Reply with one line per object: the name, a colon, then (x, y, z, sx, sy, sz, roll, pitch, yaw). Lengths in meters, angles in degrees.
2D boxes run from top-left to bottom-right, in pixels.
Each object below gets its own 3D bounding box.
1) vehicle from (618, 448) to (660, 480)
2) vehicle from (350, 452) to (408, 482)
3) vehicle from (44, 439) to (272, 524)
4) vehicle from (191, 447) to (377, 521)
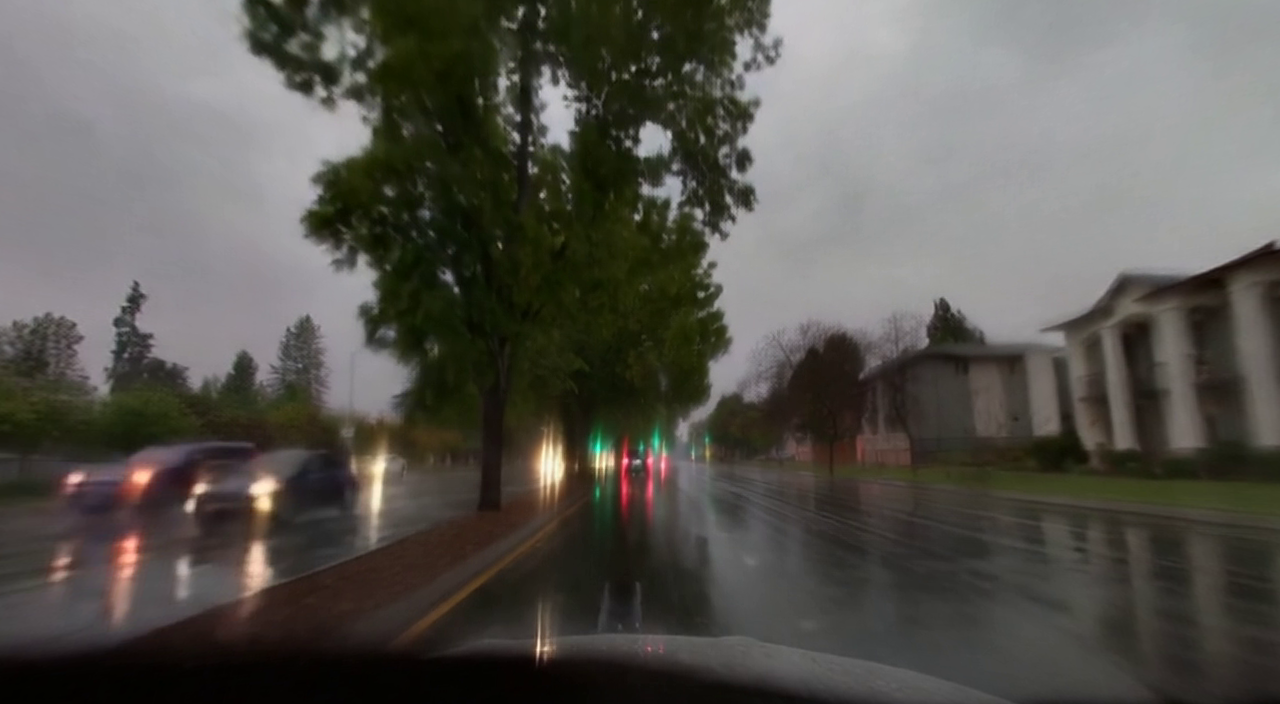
vehicle: (0.011, 5.919, 33.652, 2.093, 1.591, 4.247, 0, -9, 1)
vehicle: (-18.387, 8.064, 44.753, 2.048, 1.955, 4.692, 0, -9, 1)
vehicle: (-11.809, 3.160, 16.064, 2.052, 1.808, 4.716, 0, -8, 0)
vehicle: (-8.469, 3.132, 15.621, 1.957, 1.527, 4.411, 0, -9, 1)
